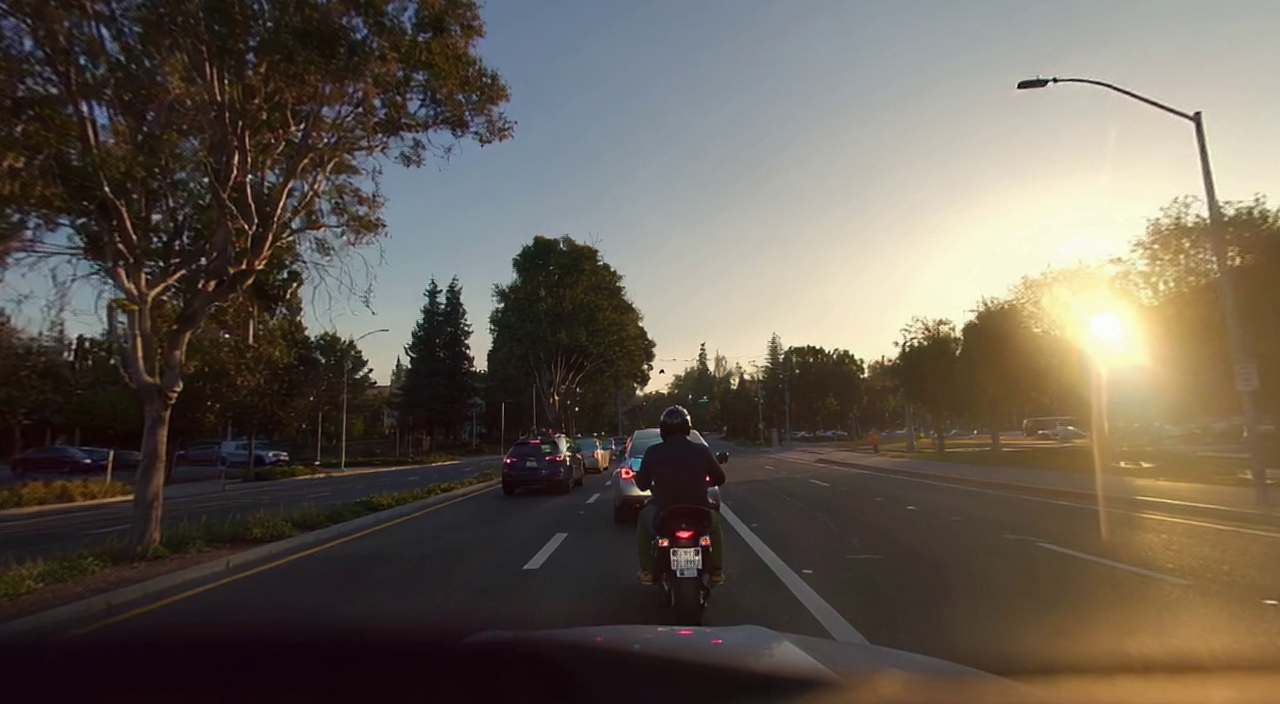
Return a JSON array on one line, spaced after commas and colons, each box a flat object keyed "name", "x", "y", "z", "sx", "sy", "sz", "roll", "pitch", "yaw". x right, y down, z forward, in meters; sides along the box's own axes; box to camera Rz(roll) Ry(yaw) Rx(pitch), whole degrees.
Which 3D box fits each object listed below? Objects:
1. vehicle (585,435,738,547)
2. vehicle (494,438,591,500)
[{"name": "vehicle", "x": 0.330, "y": 2.175, "z": 10.680, "sx": 2.009, "sy": 1.450, "sz": 4.608, "roll": -1, "pitch": -8, "yaw": 1}, {"name": "vehicle", "x": -2.556, "y": 3.176, "z": 17.501, "sx": 1.979, "sy": 1.499, "sz": 3.840, "roll": -1, "pitch": -8, "yaw": 2}]
